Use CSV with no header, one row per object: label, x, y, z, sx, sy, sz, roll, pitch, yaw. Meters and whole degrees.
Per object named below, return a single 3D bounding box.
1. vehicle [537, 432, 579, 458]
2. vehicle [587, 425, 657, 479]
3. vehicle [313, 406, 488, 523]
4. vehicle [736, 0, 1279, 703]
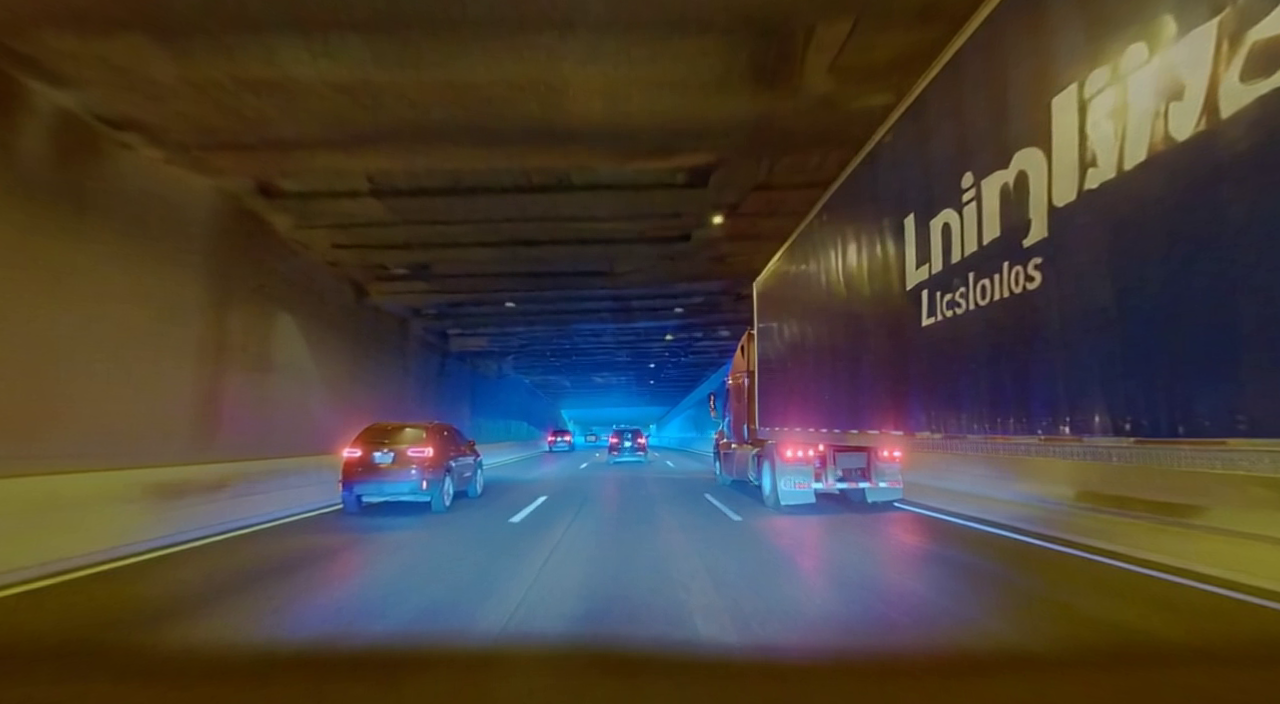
vehicle,-4.797,5.492,37.262,2.019,1.435,4.317,0,-8,-2
vehicle,-0.576,3.243,20.723,2.094,1.600,3.666,0,-8,-1
vehicle,-3.845,1.833,10.673,1.826,1.695,2.870,0,-8,-1
vehicle,3.672,0.149,6.490,2.842,4.108,14.081,0,-8,-1
